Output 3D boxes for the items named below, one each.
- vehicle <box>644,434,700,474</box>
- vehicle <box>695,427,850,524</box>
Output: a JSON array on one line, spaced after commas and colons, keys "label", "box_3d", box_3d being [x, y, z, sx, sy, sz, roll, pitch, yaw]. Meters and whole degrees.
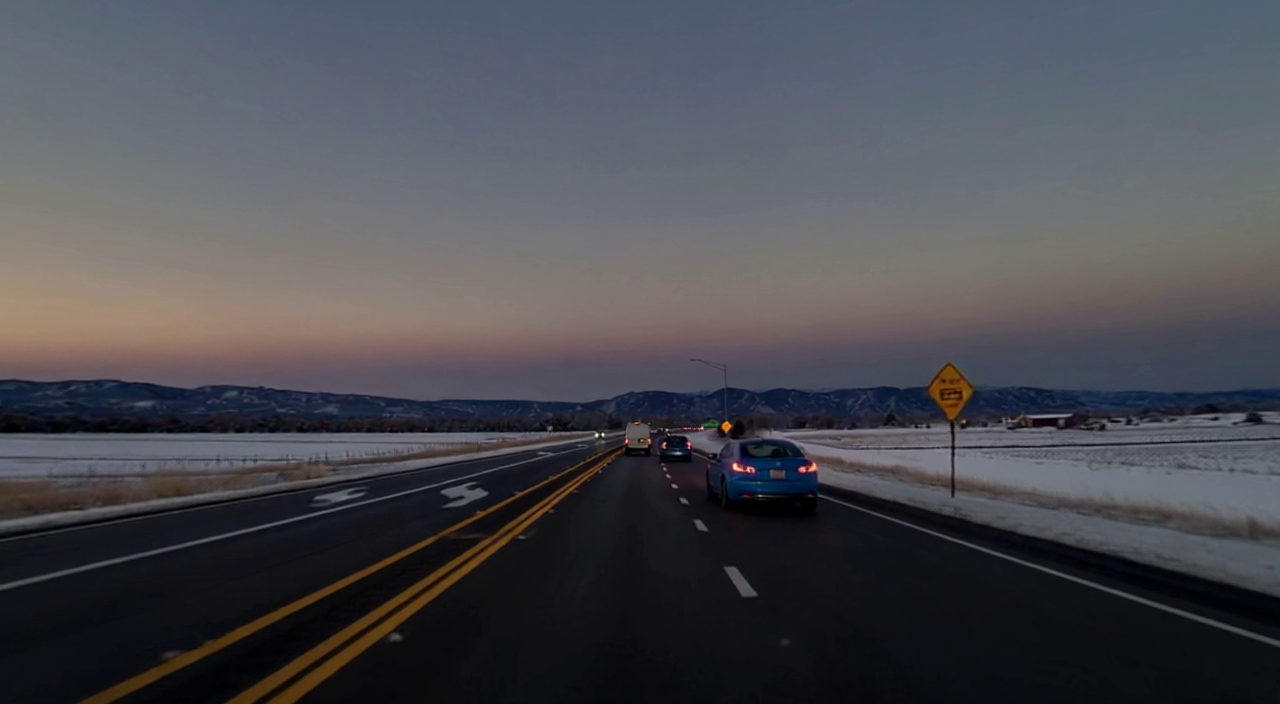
[{"label": "vehicle", "box_3d": [1.258, 4.312, 26.907, 2.026, 1.531, 4.273, 0, -8, -2]}, {"label": "vehicle", "box_3d": [2.313, 2.280, 12.186, 2.007, 1.534, 3.976, 0, -8, -2]}]
